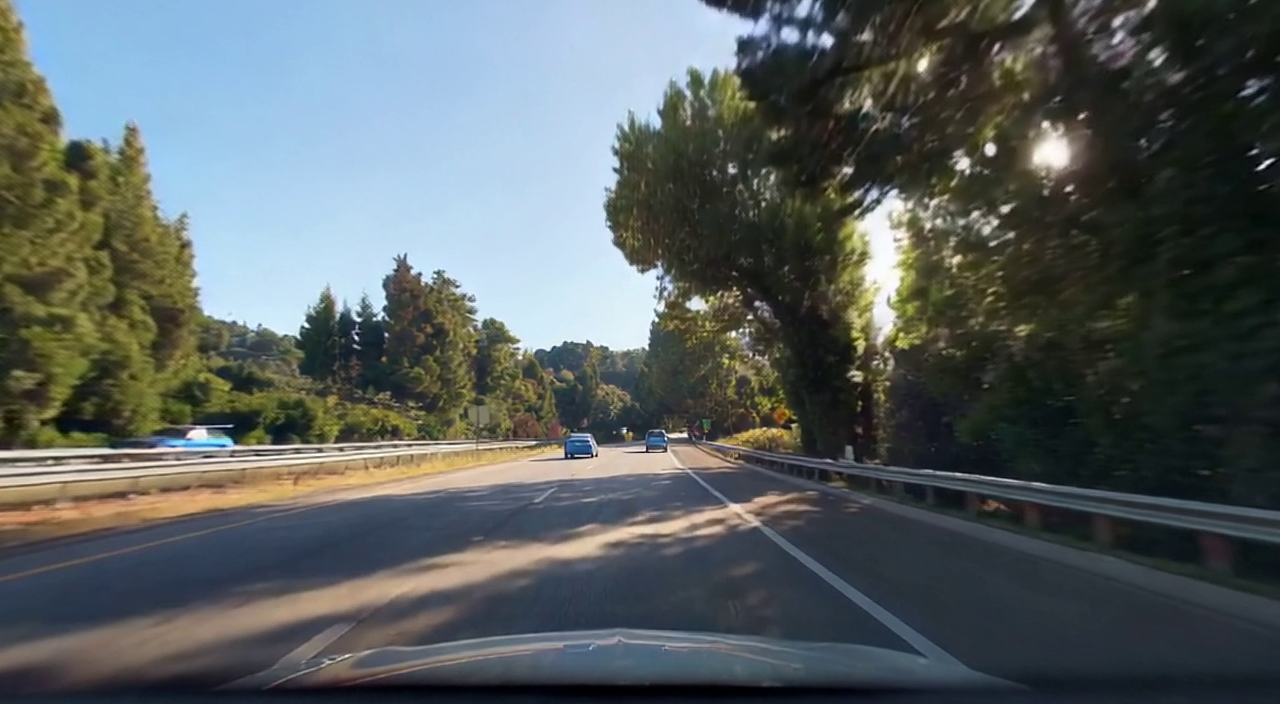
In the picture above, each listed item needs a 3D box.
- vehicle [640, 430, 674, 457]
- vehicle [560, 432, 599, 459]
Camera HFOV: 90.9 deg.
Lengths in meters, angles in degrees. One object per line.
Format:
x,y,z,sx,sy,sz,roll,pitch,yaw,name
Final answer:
1.024,5.810,40.255,2.041,1.618,3.898,0,-8,0,vehicle
-3.529,5.521,37.450,1.950,1.518,3.941,0,-8,0,vehicle
